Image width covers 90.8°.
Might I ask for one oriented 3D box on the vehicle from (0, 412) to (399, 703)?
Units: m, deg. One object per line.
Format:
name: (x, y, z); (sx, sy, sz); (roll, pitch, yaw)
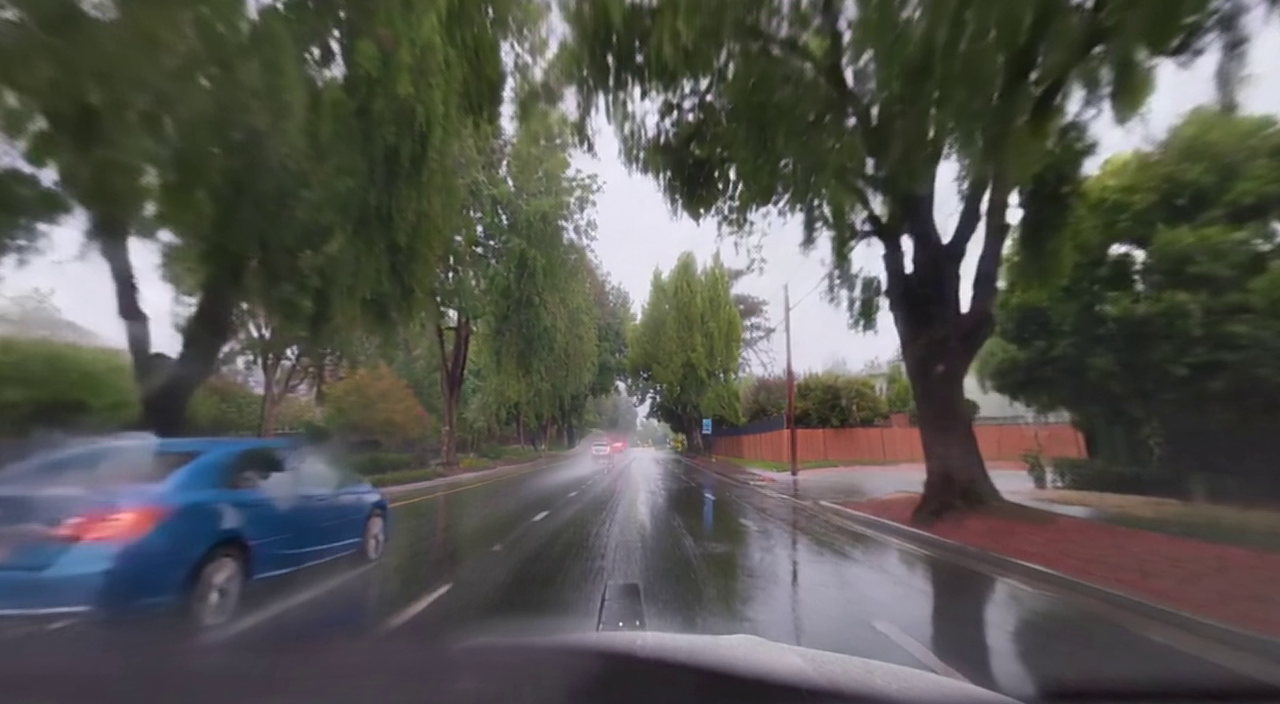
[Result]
vehicle: (-3.768, 1.323, 5.138); (1.870, 1.431, 4.317); (0, -9, 1)
